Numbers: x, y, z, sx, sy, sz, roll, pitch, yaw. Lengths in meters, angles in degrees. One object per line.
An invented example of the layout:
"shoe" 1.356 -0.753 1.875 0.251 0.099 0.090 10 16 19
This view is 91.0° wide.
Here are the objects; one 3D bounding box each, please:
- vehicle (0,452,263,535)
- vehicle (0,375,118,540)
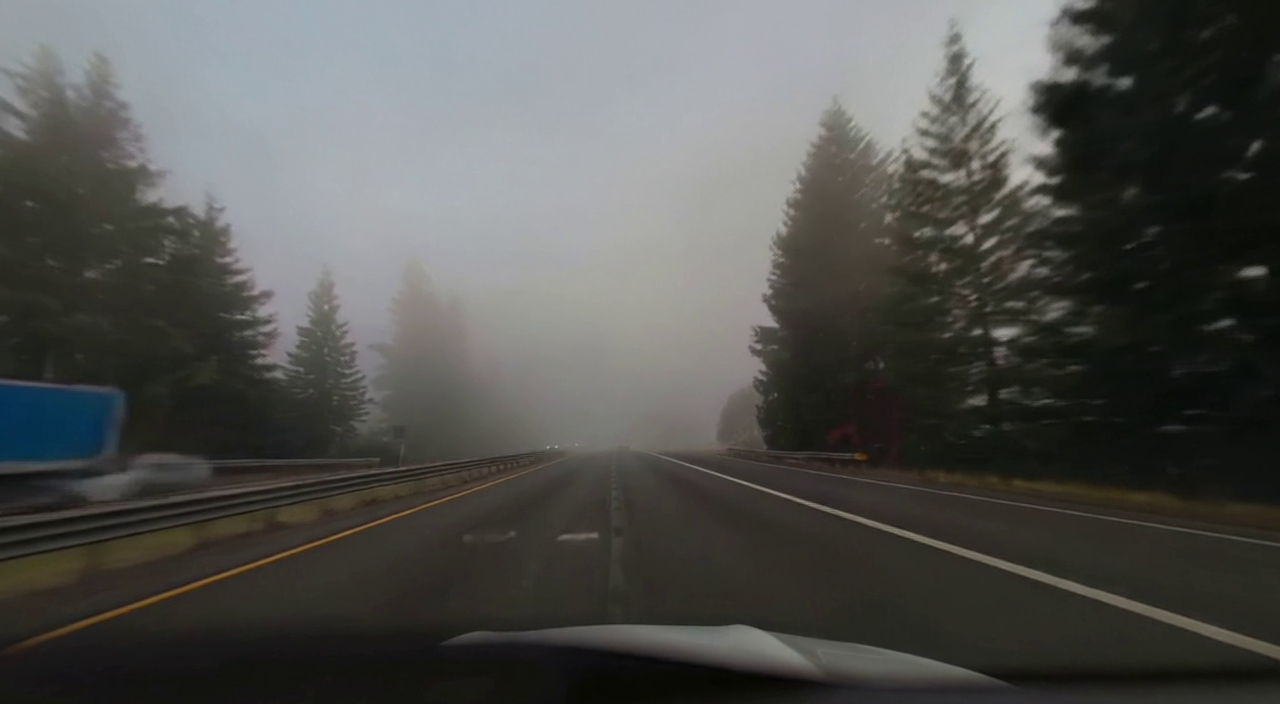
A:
"vehicle" -15.459 3.919 18.836 2.738 1.680 9.650 0 -8 -2
"vehicle" -15.262 1.984 11.545 2.767 3.576 10.408 0 -8 -2
